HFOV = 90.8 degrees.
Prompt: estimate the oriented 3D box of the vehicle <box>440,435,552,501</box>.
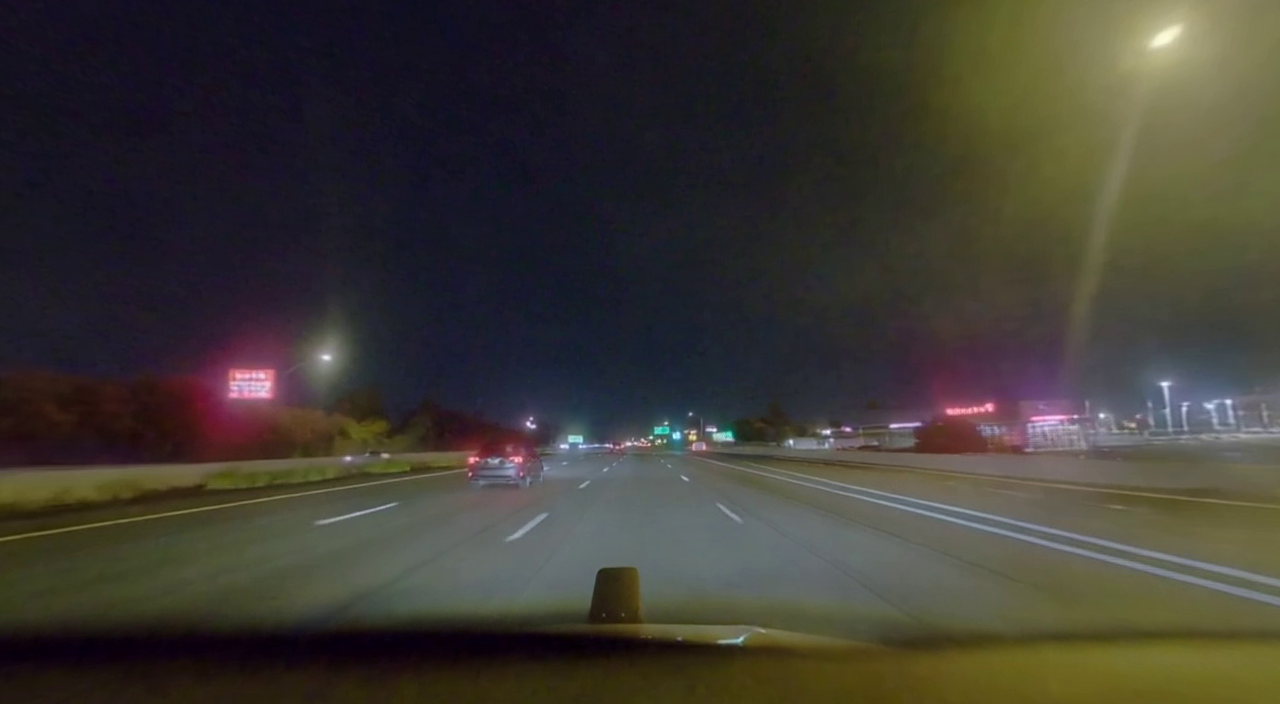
[{"bbox_3d":[-3.647,3.011,16.866,1.939,1.508,4.272,0,-8,1],"label":"vehicle"}]
